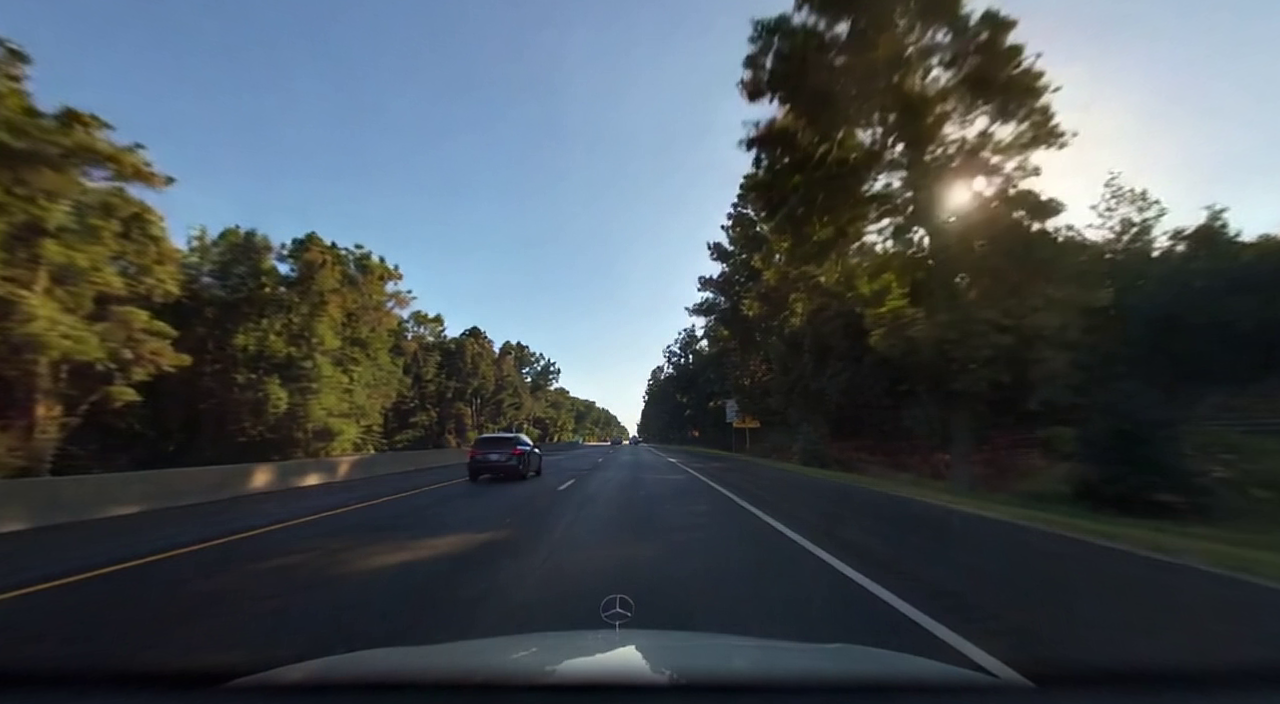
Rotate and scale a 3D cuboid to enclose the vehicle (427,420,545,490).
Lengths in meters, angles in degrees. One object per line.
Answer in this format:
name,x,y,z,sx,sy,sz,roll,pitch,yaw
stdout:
vehicle,-4.081,2.805,17.612,2.185,1.677,4.390,0,-8,0
